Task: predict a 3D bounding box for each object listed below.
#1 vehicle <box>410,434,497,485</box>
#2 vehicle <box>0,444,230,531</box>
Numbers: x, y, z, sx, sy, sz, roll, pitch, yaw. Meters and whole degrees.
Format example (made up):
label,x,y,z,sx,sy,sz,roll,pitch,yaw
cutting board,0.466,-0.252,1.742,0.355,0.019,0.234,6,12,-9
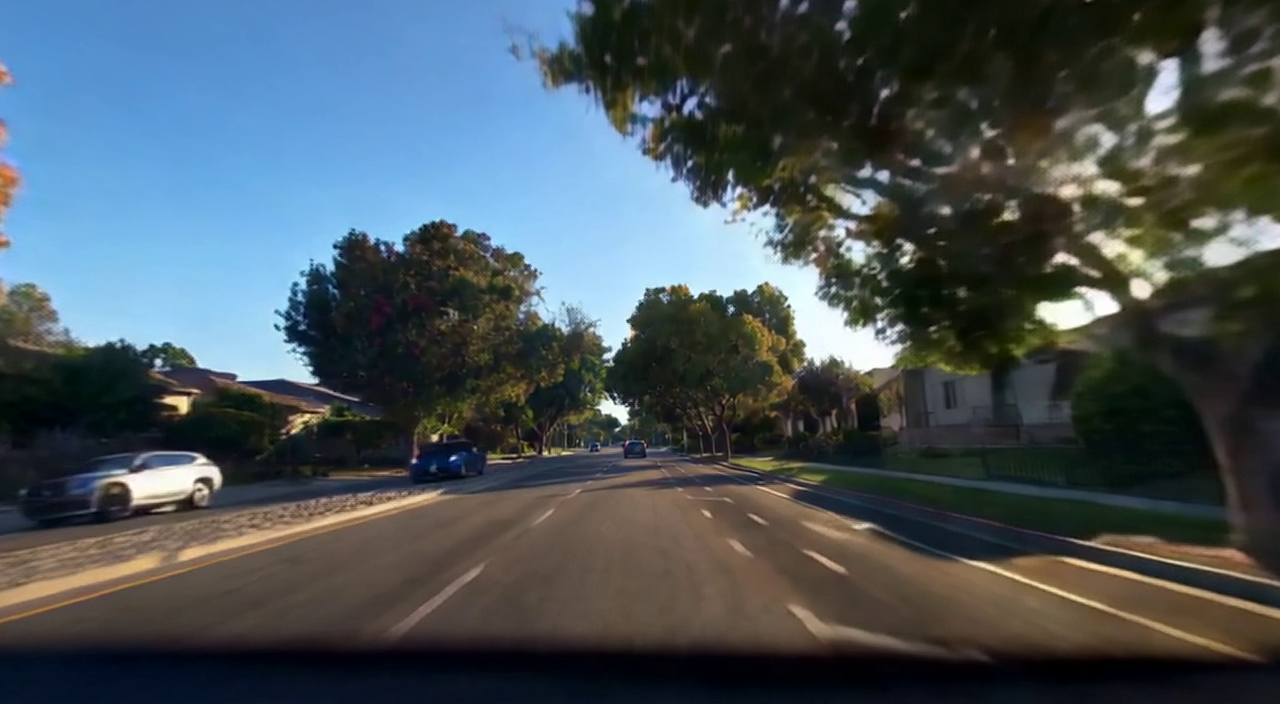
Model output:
label,x,y,z,sx,sy,sz,roll,pitch,yaw
vehicle,-7.147,4.150,24.668,2.082,1.789,4.387,0,-8,-1
vehicle,-12.310,3.068,14.996,2.098,1.740,4.449,0,-8,-1
